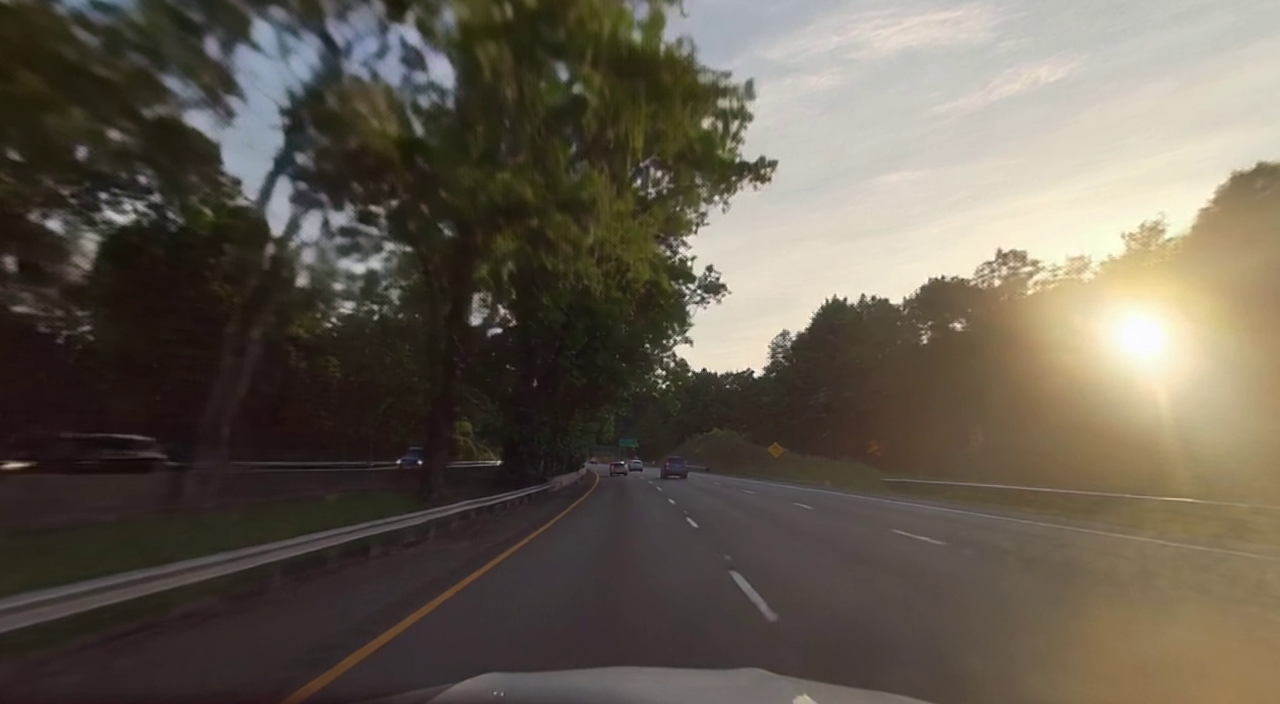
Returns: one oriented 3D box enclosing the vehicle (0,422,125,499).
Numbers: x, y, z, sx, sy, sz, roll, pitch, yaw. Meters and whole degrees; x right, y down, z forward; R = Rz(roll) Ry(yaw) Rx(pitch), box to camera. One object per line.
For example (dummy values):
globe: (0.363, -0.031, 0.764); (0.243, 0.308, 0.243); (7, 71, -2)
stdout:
vehicle: (-14.026, 2.402, 13.939); (1.986, 1.548, 3.812); (1, -10, -1)

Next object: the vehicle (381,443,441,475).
vehicle: (-15.037, 7.113, 41.718); (2.240, 1.991, 5.012); (1, -10, -2)
